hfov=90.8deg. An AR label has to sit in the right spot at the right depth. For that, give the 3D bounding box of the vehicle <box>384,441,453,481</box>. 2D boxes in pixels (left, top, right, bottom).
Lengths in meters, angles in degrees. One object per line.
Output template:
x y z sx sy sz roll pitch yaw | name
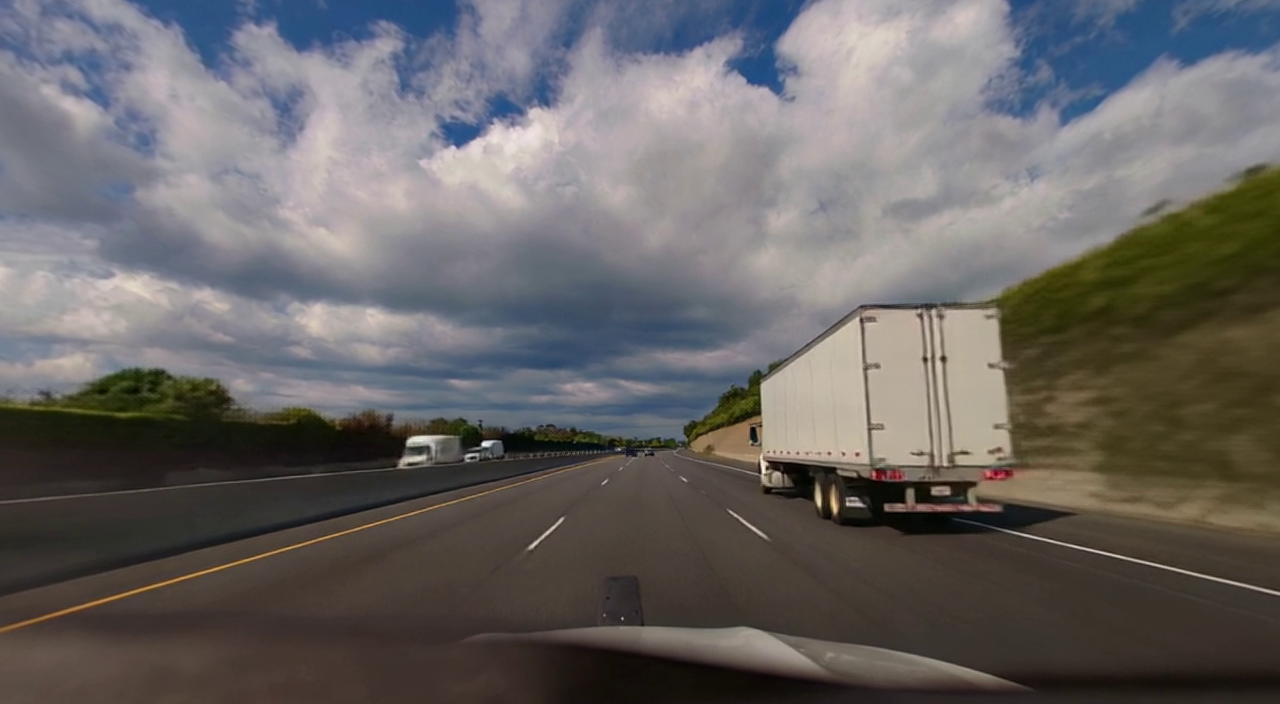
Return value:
-14.511 7.181 41.758 2.265 2.400 6.009 0 -9 1 | vehicle

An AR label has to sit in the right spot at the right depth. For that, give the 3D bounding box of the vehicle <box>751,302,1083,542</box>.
4.509 1.565 12.788 2.771 3.313 8.121 0 -9 -2 | vehicle
